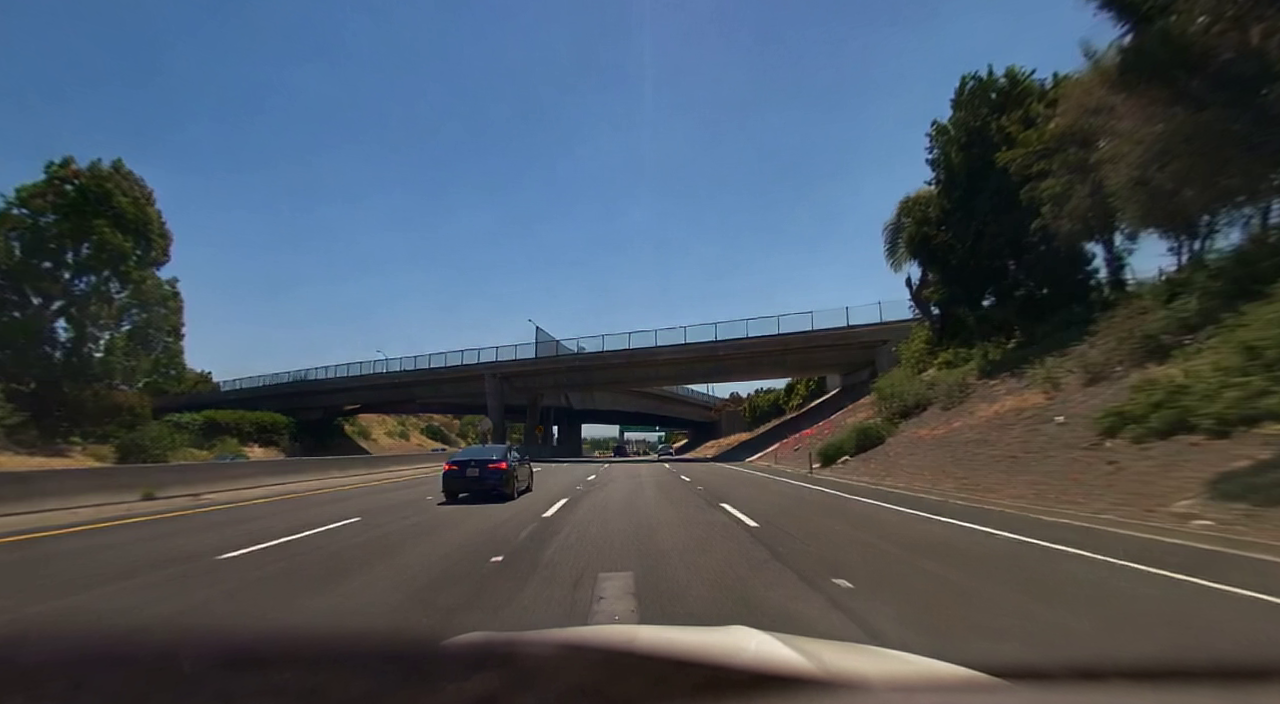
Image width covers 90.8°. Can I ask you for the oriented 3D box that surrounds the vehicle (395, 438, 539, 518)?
[{"bbox_3d":[-3.692,2.762,14.410,2.037,1.514,4.335,0,-9,0],"label":"vehicle"}]

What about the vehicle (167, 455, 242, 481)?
[{"bbox_3d":[-28.103,7.447,40.915,1.809,1.504,4.361,0,-9,-1],"label":"vehicle"}]
